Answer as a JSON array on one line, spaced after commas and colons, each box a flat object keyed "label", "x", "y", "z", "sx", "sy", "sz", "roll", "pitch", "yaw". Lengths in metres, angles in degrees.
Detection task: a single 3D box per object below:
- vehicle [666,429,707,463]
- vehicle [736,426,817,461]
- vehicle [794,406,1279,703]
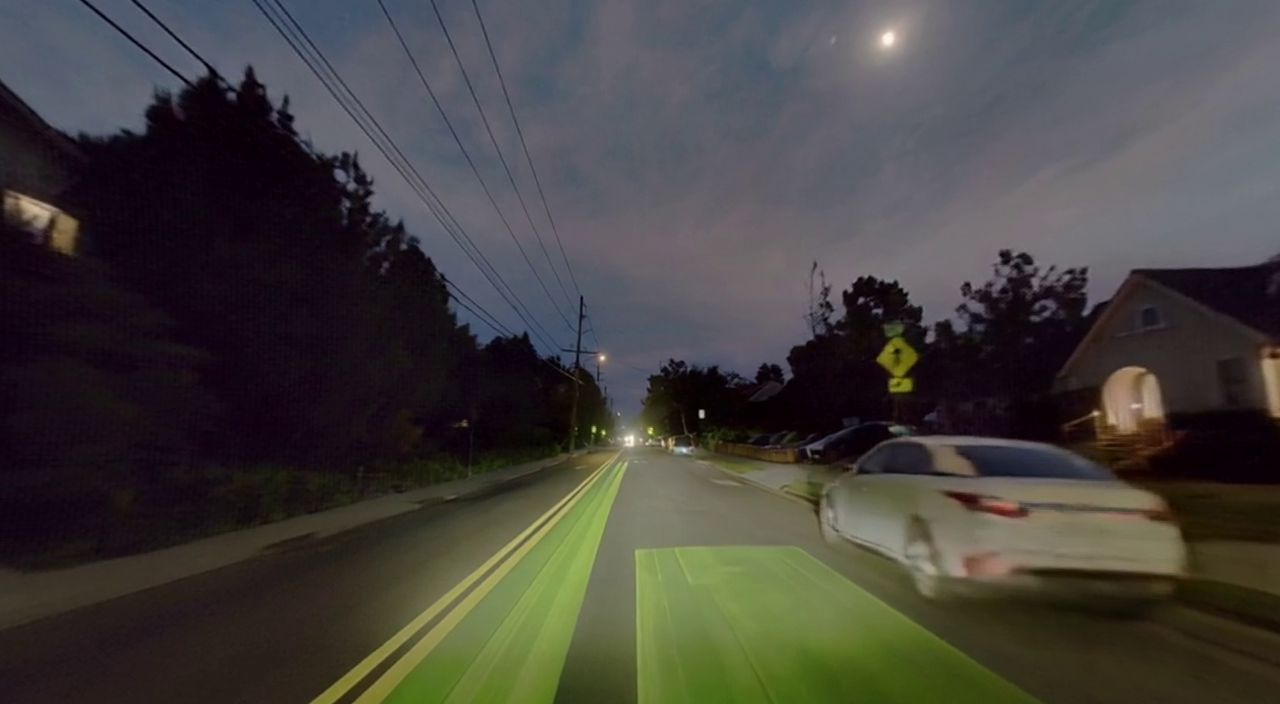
[{"label": "vehicle", "x": 3.074, "y": 6.409, "z": 43.054, "sx": 2.347, "sy": 2.070, "sz": 5.735, "roll": 1, "pitch": -9, "yaw": 0}, {"label": "vehicle", "x": 8.493, "y": 5.738, "z": 39.613, "sx": 4.418, "sy": 1.648, "sz": 2.017, "roll": -6, "pitch": -9, "yaw": -1}, {"label": "vehicle", "x": 3.056, "y": 1.442, "z": 5.609, "sx": 1.989, "sy": 1.545, "sz": 5.423, "roll": 1, "pitch": -9, "yaw": 0}]
